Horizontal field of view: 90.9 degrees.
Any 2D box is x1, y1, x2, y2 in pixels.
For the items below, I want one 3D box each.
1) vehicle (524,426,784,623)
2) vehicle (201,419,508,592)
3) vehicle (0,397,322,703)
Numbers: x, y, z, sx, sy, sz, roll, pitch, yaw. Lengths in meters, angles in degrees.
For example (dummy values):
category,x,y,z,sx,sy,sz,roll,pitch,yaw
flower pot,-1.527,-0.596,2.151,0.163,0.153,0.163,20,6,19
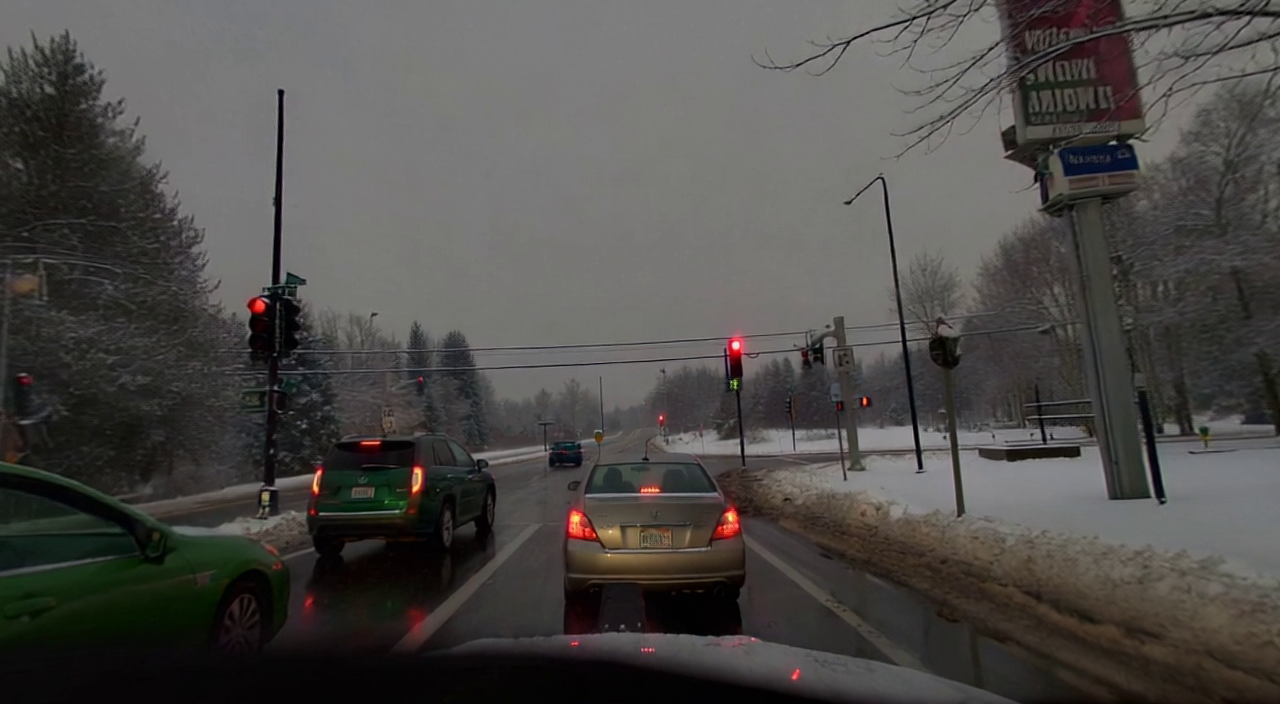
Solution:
category,x,y,z,sx,sy,sz,roll,pitch,yaw
vehicle,0.039,1.586,6.618,1.977,1.467,3.474,0,-9,-2
vehicle,-3.169,1.783,8.126,1.950,1.628,4.082,-1,-9,1
vehicle,-3.157,0.961,2.410,1.808,1.520,3.846,-1,-9,1
